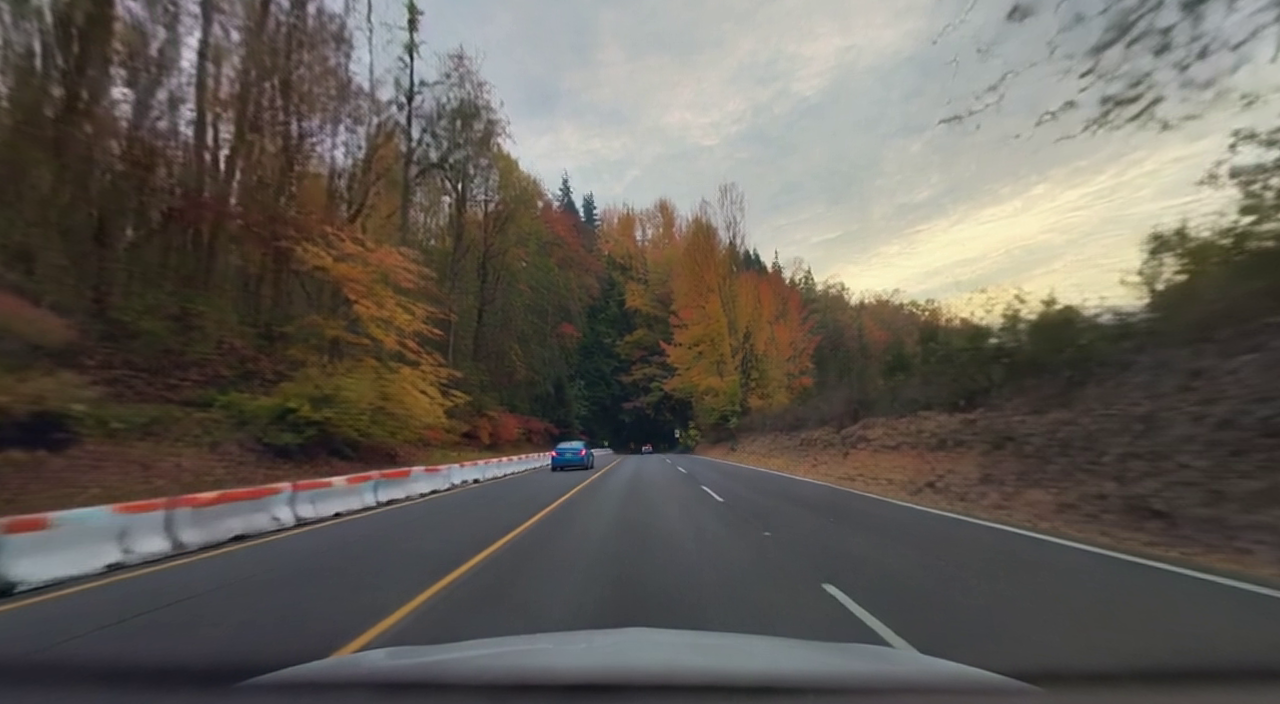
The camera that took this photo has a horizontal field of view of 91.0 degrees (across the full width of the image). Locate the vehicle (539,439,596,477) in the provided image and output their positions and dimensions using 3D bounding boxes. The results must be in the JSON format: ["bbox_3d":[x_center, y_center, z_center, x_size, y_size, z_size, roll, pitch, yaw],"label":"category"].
[{"bbox_3d":[-2.999,4.497,26.993,1.902,1.505,4.016,0,-8,1],"label":"vehicle"}]
